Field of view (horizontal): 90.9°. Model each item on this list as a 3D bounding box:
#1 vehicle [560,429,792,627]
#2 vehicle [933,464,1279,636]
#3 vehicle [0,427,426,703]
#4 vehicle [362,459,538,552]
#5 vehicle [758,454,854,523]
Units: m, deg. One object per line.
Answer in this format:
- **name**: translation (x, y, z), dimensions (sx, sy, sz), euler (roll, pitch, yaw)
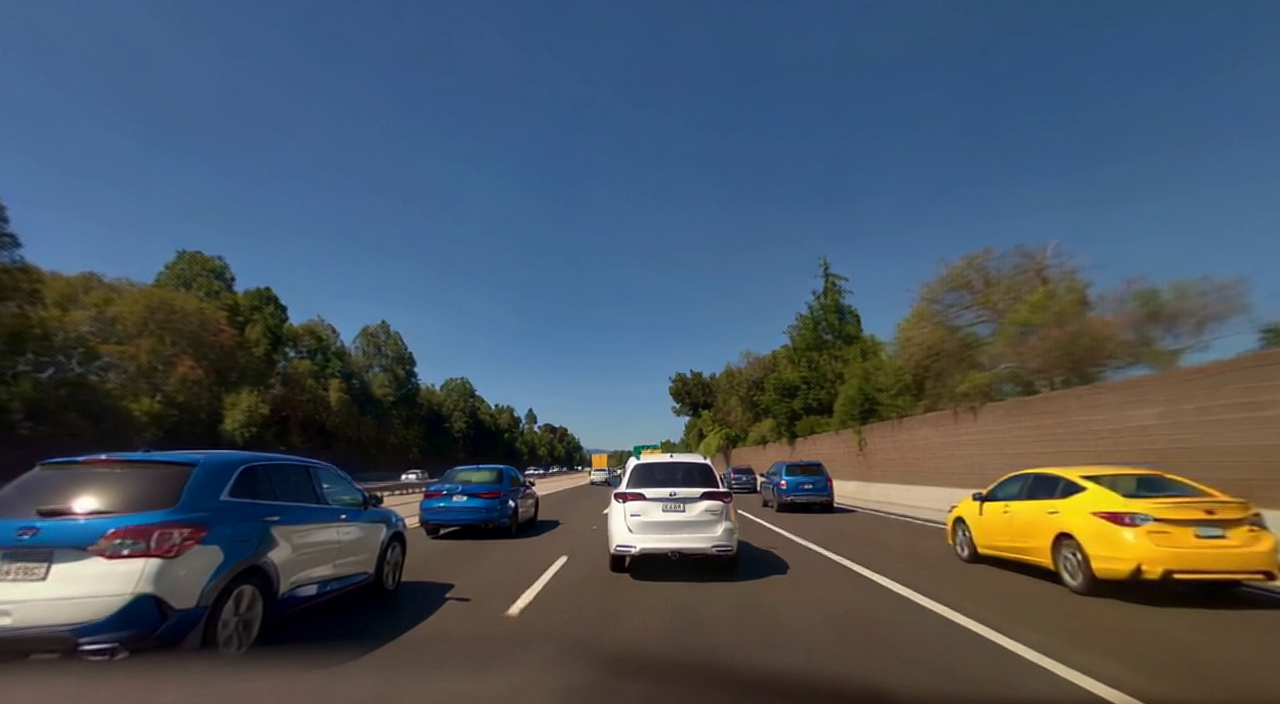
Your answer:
- **vehicle**: translation (0.341, 1.958, 7.770), dimensions (2.057, 1.725, 4.126), euler (1, -11, 0)
- **vehicle**: translation (5.578, 2.126, 7.685), dimensions (1.919, 1.437, 4.436), euler (1, -11, 1)
- **vehicle**: translation (-3.785, 1.624, 5.833), dimensions (1.994, 1.556, 4.263), euler (0, -11, 1)
- **vehicle**: translation (-3.559, 2.997, 12.878), dimensions (1.960, 1.502, 4.593), euler (0, -11, 3)
- **vehicle**: translation (5.054, 4.217, 19.840), dimensions (1.984, 1.876, 4.287), euler (0, -11, 2)
